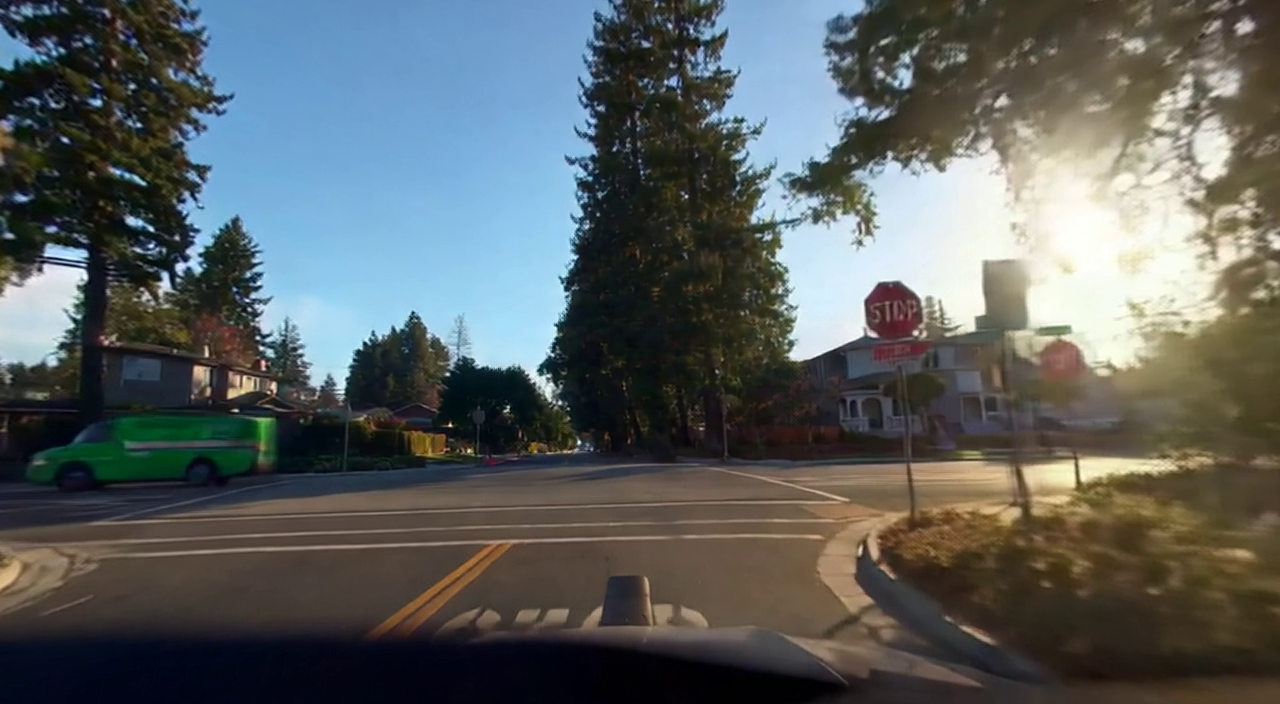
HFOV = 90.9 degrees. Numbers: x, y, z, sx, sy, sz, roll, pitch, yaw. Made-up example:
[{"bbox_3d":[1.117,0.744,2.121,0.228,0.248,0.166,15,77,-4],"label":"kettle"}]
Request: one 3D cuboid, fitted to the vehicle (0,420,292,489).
[{"bbox_3d":[-15.084,3.171,19.671,6.877,1.941,2.405,1,-8,-6],"label":"vehicle"}]
